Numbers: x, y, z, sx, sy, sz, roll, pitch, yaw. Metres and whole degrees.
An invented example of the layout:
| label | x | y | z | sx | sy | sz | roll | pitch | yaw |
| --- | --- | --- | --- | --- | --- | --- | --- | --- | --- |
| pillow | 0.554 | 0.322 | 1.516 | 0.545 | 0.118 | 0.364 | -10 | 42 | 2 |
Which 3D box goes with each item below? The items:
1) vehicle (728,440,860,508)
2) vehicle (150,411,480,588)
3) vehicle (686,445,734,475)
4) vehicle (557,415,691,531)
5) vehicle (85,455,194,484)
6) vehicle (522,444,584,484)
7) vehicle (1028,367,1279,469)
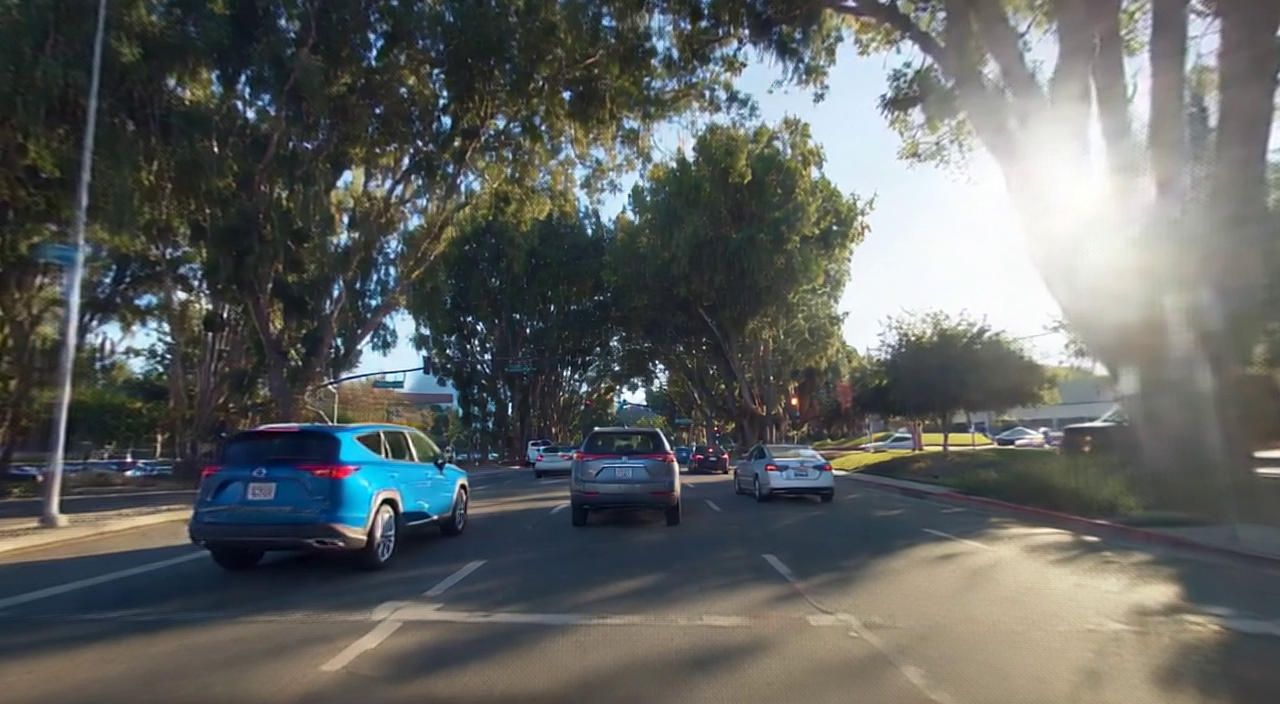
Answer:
| label | x | y | z | sx | sy | sz | roll | pitch | yaw |
| --- | --- | --- | --- | --- | --- | --- | --- | --- | --- |
| vehicle | 3.766 | 3.077 | 16.458 | 2.036 | 1.480 | 4.659 | 0 | -8 | -3 |
| vehicle | -3.733 | 1.759 | 8.352 | 2.039 | 1.709 | 4.265 | 0 | -8 | 1 |
| vehicle | 3.574 | 5.641 | 33.115 | 1.996 | 1.443 | 4.270 | 0 | -8 | -1 |
| vehicle | -0.250 | 2.261 | 12.316 | 2.132 | 1.816 | 4.471 | 0 | -8 | 0 |
| vehicle | -33.954 | 7.973 | 42.912 | 5.352 | 1.850 | 2.276 | 0 | -8 | -2 |
| vehicle | -3.444 | 4.509 | 25.765 | 1.897 | 1.479 | 4.204 | 0 | -8 | 1 |
| vehicle | 17.795 | 2.281 | 21.415 | 7.314 | 3.230 | 2.680 | 0 | -8 | -1 |
